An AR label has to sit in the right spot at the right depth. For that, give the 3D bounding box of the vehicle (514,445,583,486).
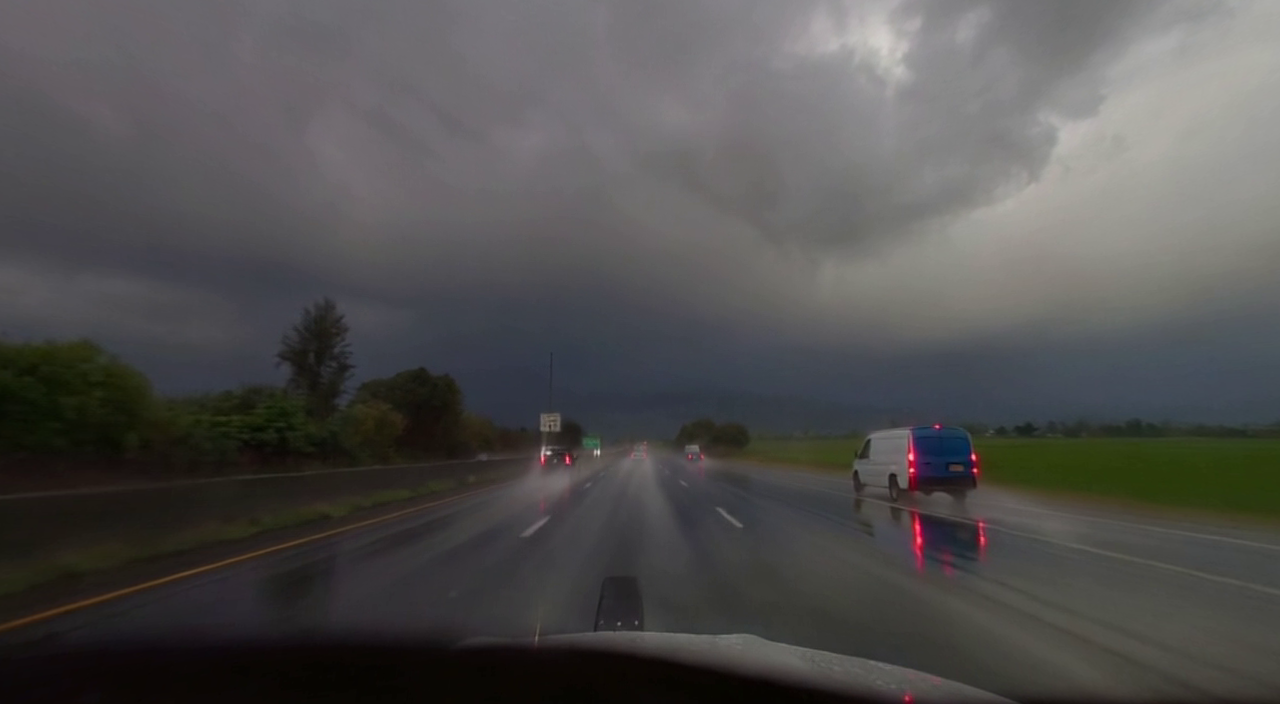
[{"bbox_3d":[-3.661,4.629,26.009,2.160,1.530,4.500,0,-9,0],"label":"vehicle"}]

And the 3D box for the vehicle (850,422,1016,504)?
[{"bbox_3d":[7.874,3.036,17.622,2.133,1.933,4.986,0,-9,-1],"label":"vehicle"}]

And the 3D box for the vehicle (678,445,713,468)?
[{"bbox_3d":[4.116,7.868,47.444,2.069,1.625,4.832,0,-9,-1],"label":"vehicle"}]
